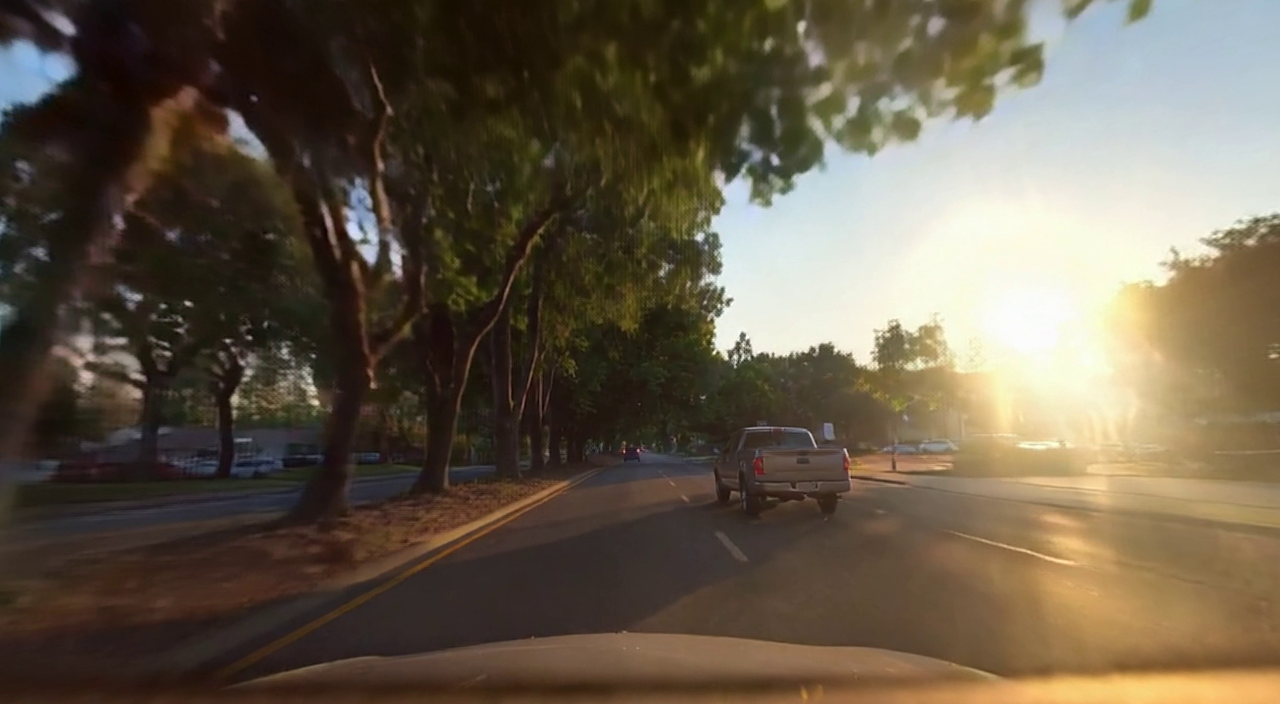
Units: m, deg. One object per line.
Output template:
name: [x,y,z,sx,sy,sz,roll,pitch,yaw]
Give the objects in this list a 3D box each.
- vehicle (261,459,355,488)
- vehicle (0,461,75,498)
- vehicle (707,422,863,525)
vehicle: [-22.477,8.229,42.914,5.074,1.804,2.283,-1,-9,3]
vehicle: [-29.719,6.022,29.975,3.749,1.600,2.011,0,-9,-2]
vehicle: [2.899,2.586,14.071,2.138,1.836,5.245,0,-9,-1]
